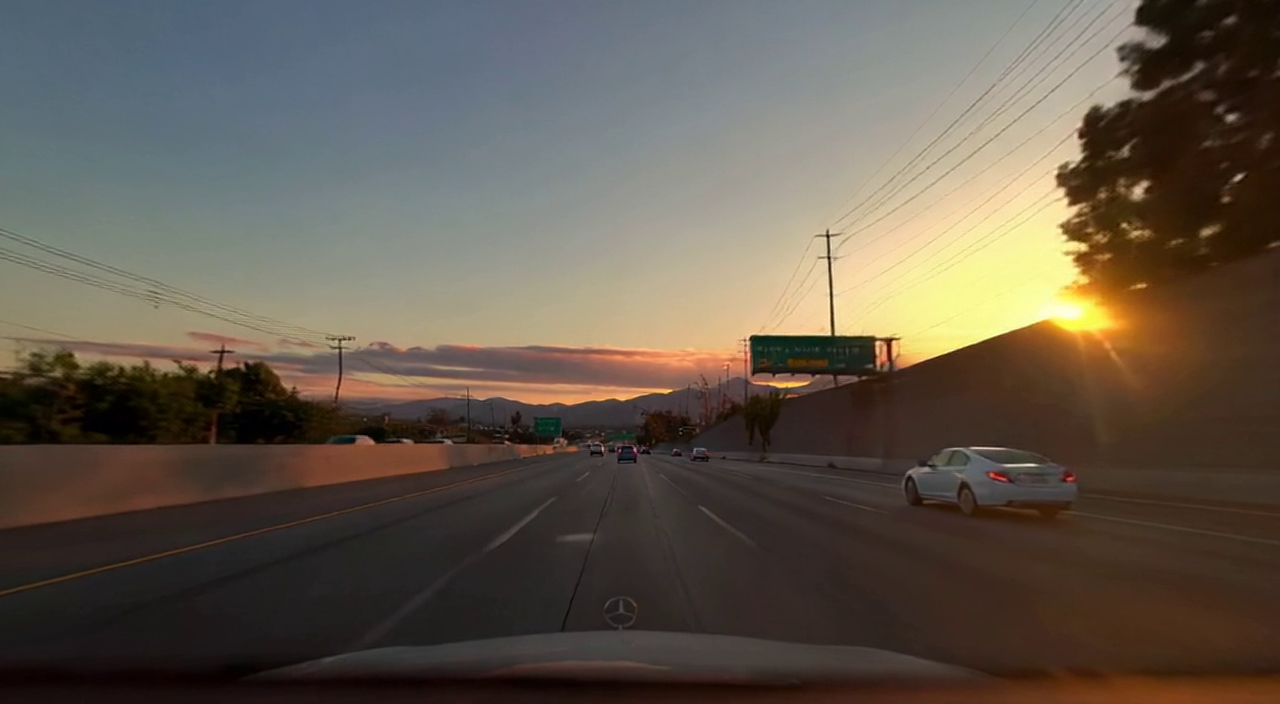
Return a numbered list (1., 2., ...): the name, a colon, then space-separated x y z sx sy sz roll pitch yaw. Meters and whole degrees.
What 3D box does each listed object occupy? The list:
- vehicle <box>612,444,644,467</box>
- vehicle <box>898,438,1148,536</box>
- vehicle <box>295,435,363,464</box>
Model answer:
1. vehicle: -0.848 7.110 43.567 2.109 1.489 4.027 0 -9 -2
2. vehicle: 6.609 2.338 11.608 1.876 1.451 4.154 0 -9 -2
3. vehicle: -20.780 6.559 42.512 2.054 1.797 4.946 0 -9 0
